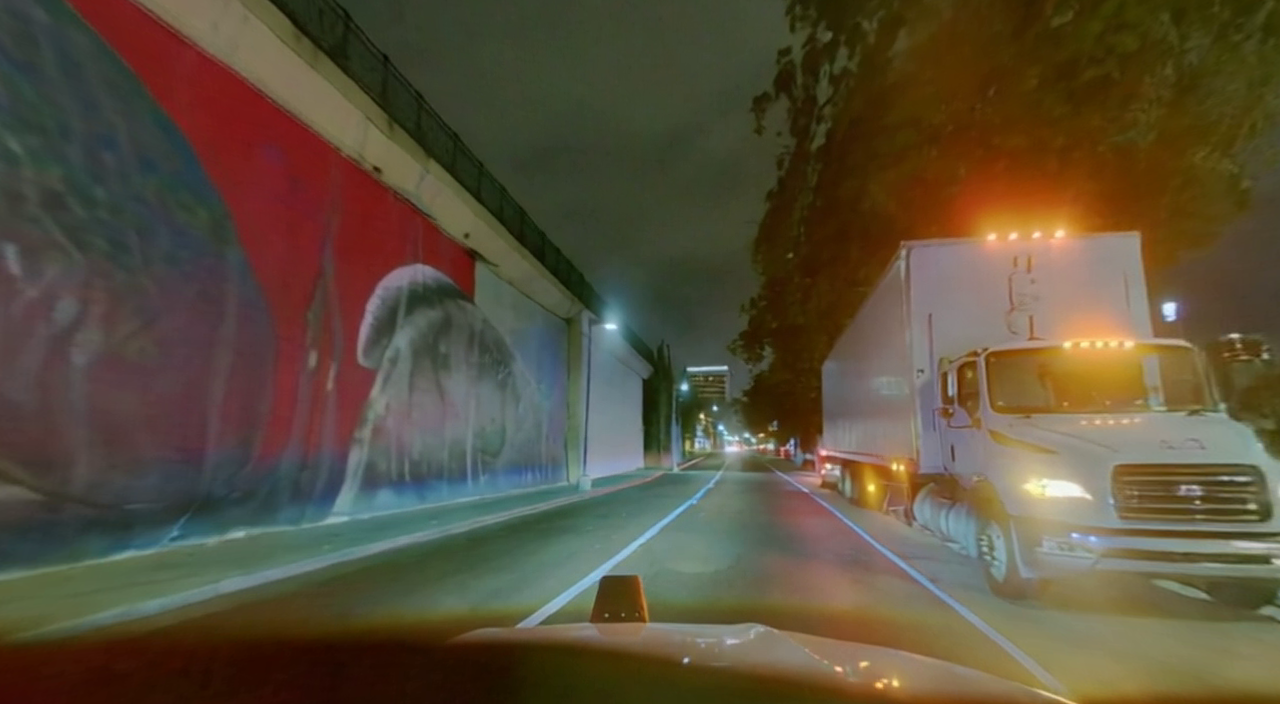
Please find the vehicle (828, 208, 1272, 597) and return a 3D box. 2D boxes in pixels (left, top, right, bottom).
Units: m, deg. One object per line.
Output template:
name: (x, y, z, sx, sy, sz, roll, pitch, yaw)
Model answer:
vehicle: (5.447, 1.097, 11.082, 2.849, 3.893, 9.347, -2, -8, 10)
